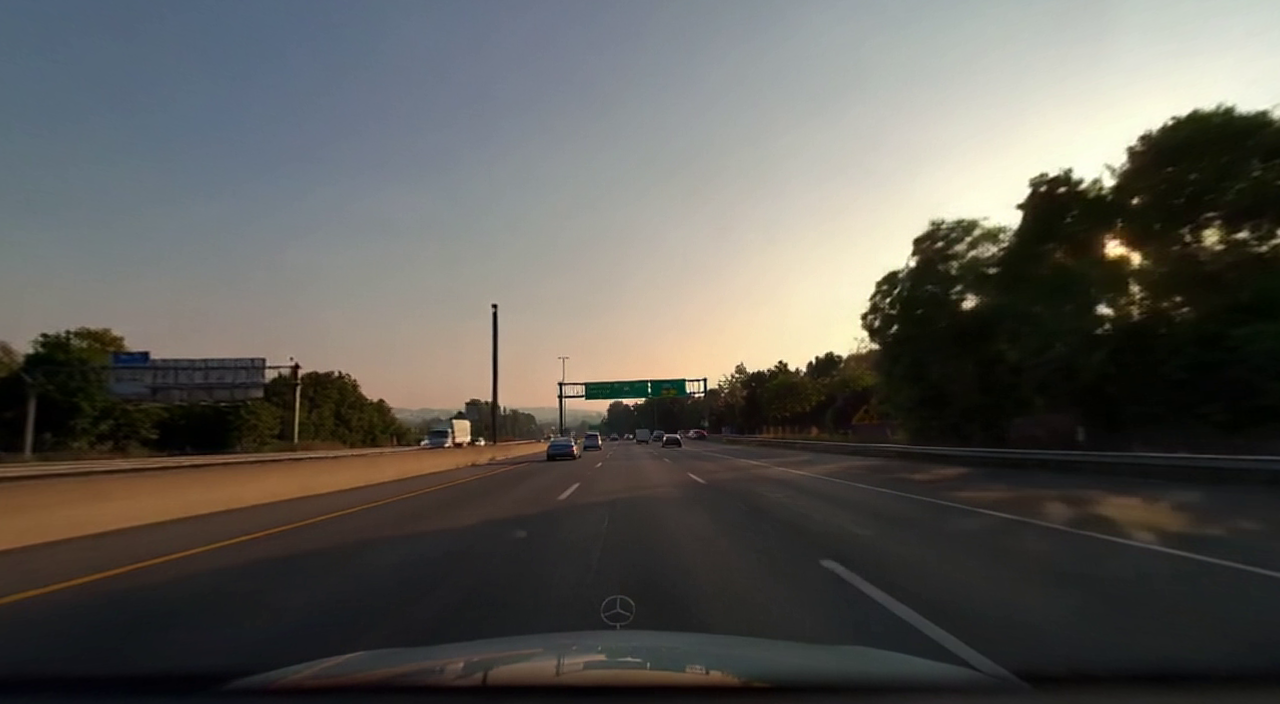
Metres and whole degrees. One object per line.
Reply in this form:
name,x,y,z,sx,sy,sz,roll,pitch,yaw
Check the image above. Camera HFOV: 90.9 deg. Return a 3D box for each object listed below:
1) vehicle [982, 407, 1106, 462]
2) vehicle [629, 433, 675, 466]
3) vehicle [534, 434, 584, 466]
vehicle,20.321,4.227,32.185,2.232,2.540,6.015,0,-8,-1
vehicle,0.531,4.888,31.836,2.086,1.554,3.875,0,-8,-2
vehicle,-3.995,4.908,31.632,2.014,1.471,4.380,0,-8,-1
